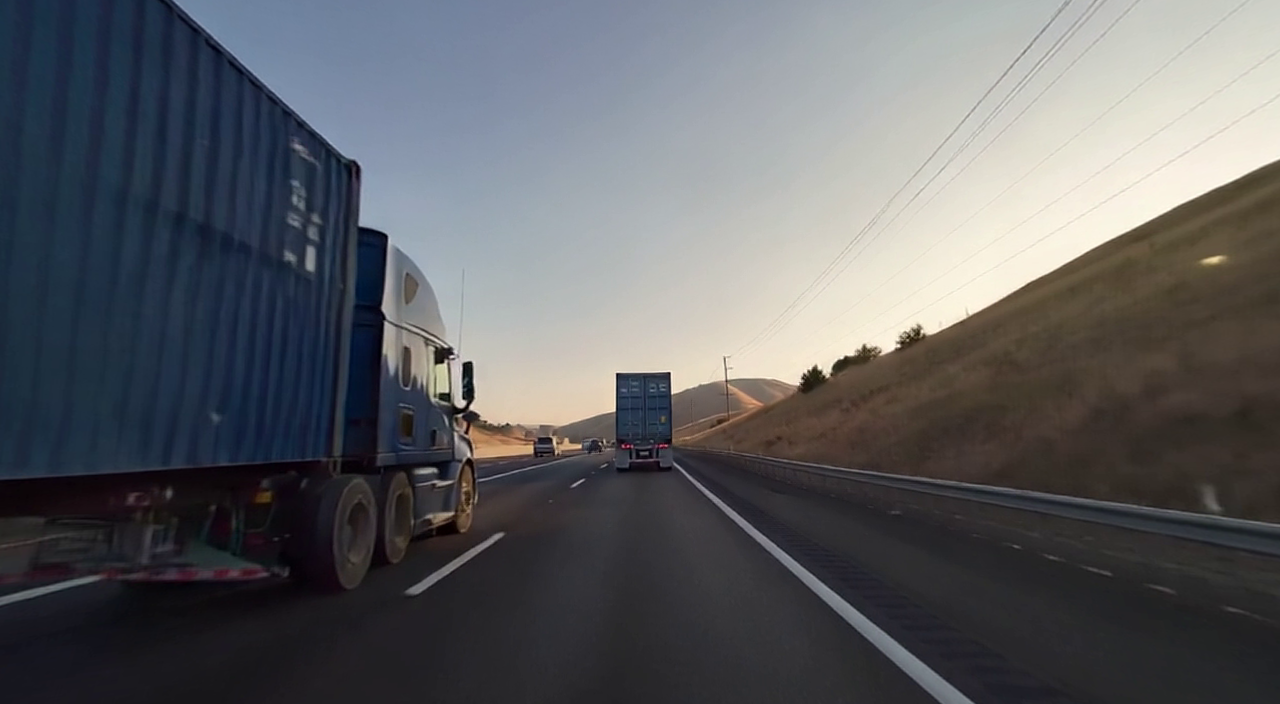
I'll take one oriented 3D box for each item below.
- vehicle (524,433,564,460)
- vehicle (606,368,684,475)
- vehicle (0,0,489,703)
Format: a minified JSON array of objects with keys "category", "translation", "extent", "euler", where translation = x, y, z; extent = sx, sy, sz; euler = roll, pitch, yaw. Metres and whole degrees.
[{"category":"vehicle","translation":[-7.112,7.050,47.112],"extent":[2.214,1.899,4.719],"euler":[0,-8,1]},{"category":"vehicle","translation":[0.152,3.519,30.254],"extent":[3.006,4.120,11.586],"euler":[0,-8,0]},{"category":"vehicle","translation":[-4.067,-0.128,4.423],"extent":[3.314,4.224,9.816],"euler":[0,-8,1]}]
